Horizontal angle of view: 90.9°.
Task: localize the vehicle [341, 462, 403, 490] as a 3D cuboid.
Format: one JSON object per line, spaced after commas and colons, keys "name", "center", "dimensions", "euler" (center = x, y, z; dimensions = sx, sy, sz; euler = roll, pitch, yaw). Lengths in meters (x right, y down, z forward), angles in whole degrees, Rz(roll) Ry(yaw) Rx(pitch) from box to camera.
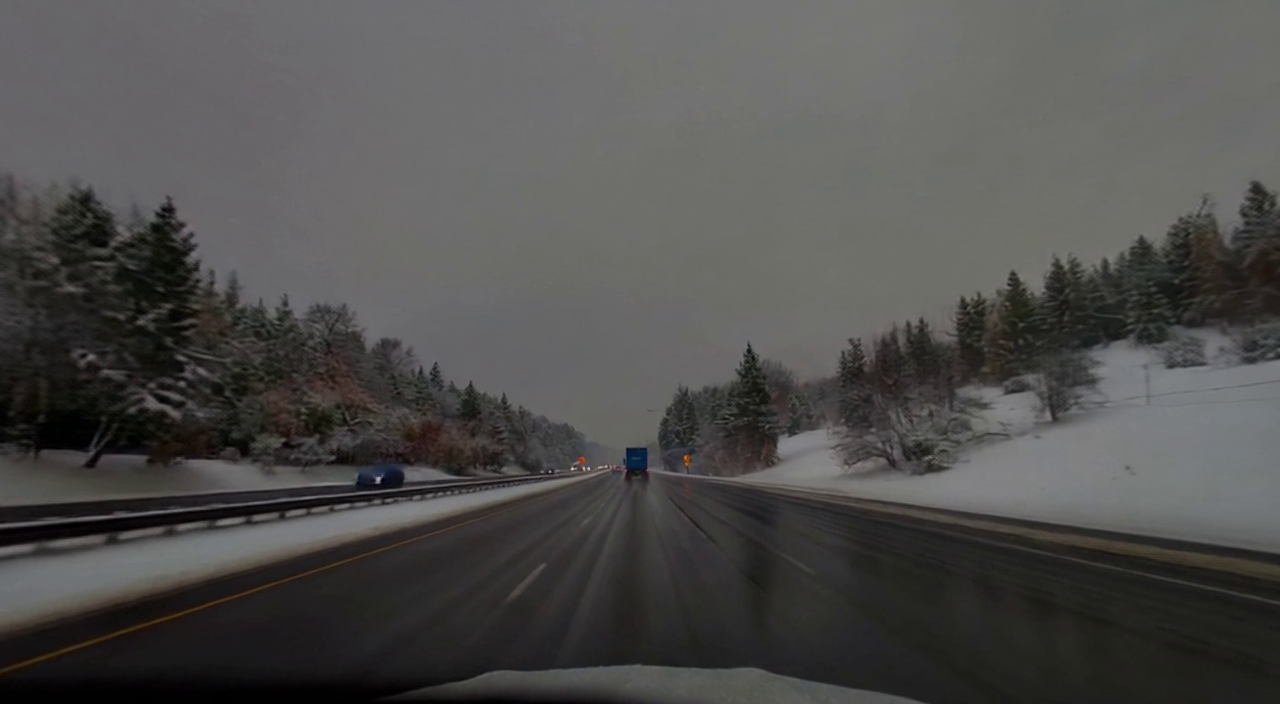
{"name": "vehicle", "center": [-17.040, 7.899, 40.311], "dimensions": [2.099, 1.625, 4.099], "euler": [1, -10, 1]}
